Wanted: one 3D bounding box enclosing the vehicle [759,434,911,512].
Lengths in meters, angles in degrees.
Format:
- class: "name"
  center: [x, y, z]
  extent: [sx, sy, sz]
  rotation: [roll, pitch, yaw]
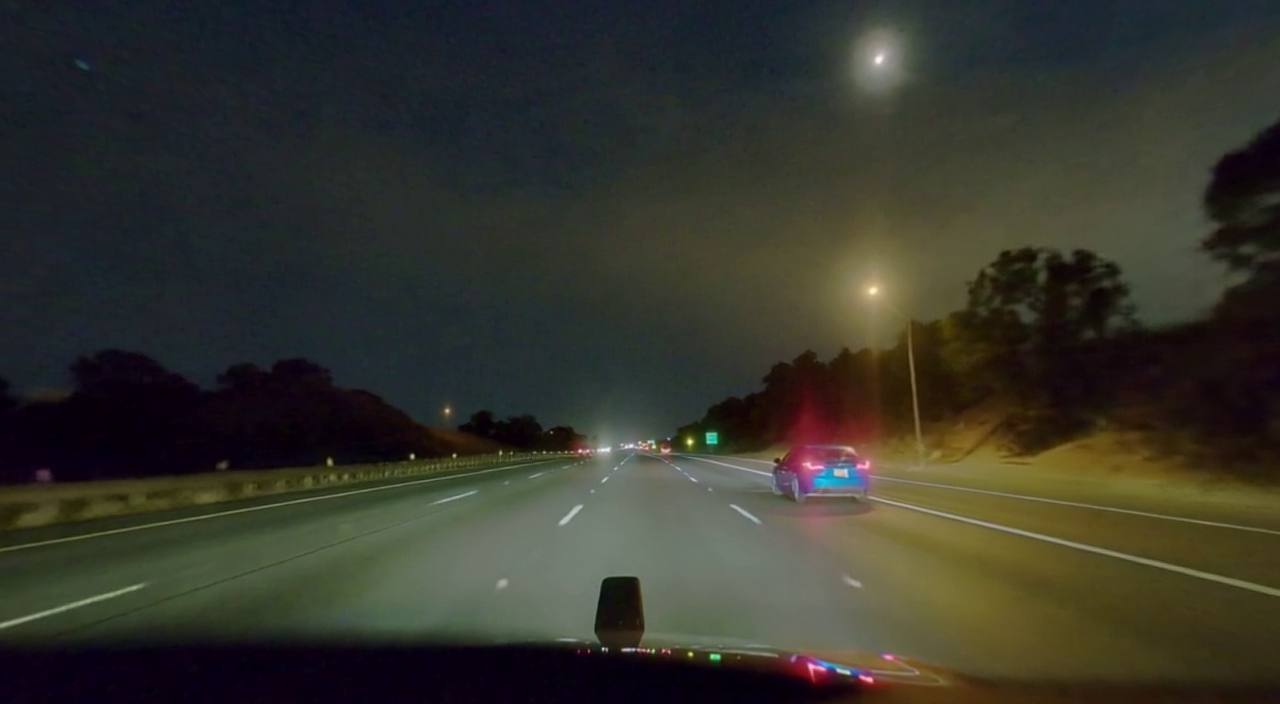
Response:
- class: "vehicle"
  center: [4.243, 2.704, 14.574]
  extent: [2.033, 1.501, 4.398]
  rotation: [0, -9, -1]
